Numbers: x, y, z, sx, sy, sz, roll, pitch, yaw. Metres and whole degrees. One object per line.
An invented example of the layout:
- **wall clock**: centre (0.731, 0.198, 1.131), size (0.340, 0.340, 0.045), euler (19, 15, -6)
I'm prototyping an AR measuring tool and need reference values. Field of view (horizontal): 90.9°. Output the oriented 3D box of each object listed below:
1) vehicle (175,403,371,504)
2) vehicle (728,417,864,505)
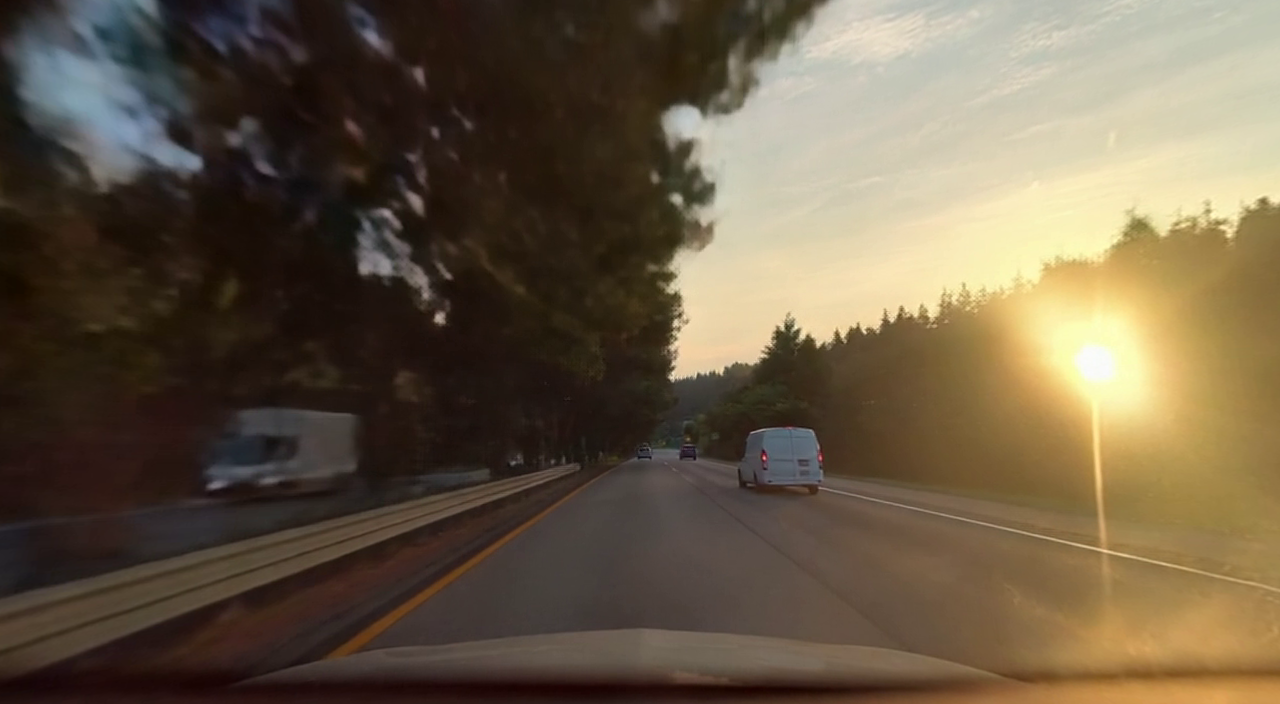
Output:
- **vehicle**: centre (-13.334, 3.843, 23.955), size (2.734, 3.160, 7.643), euler (-1, -9, 1)
- **vehicle**: centre (4.016, 2.945, 17.282), size (2.371, 2.045, 4.768), euler (0, -9, -1)
